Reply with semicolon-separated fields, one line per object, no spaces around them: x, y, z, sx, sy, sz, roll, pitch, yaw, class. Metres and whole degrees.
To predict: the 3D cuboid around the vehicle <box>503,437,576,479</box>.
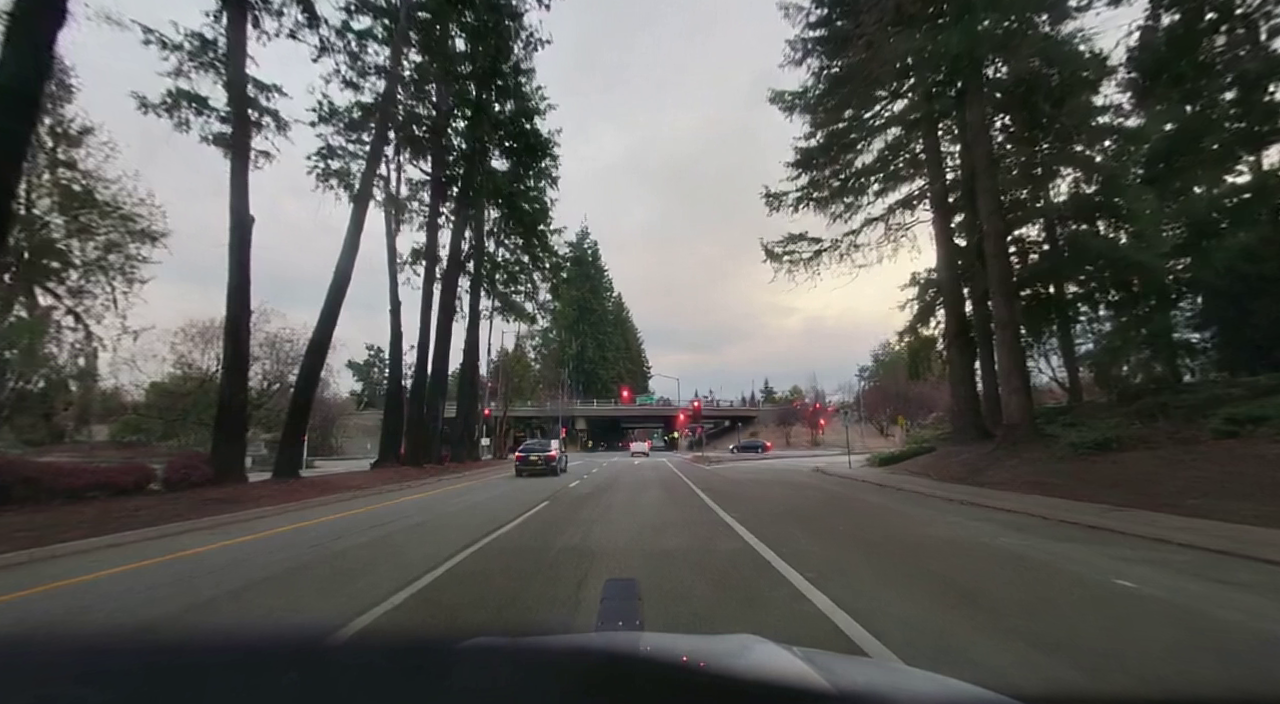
-3.770;4.058;24.437;2.082;1.472;4.310;0;-8;1;vehicle
